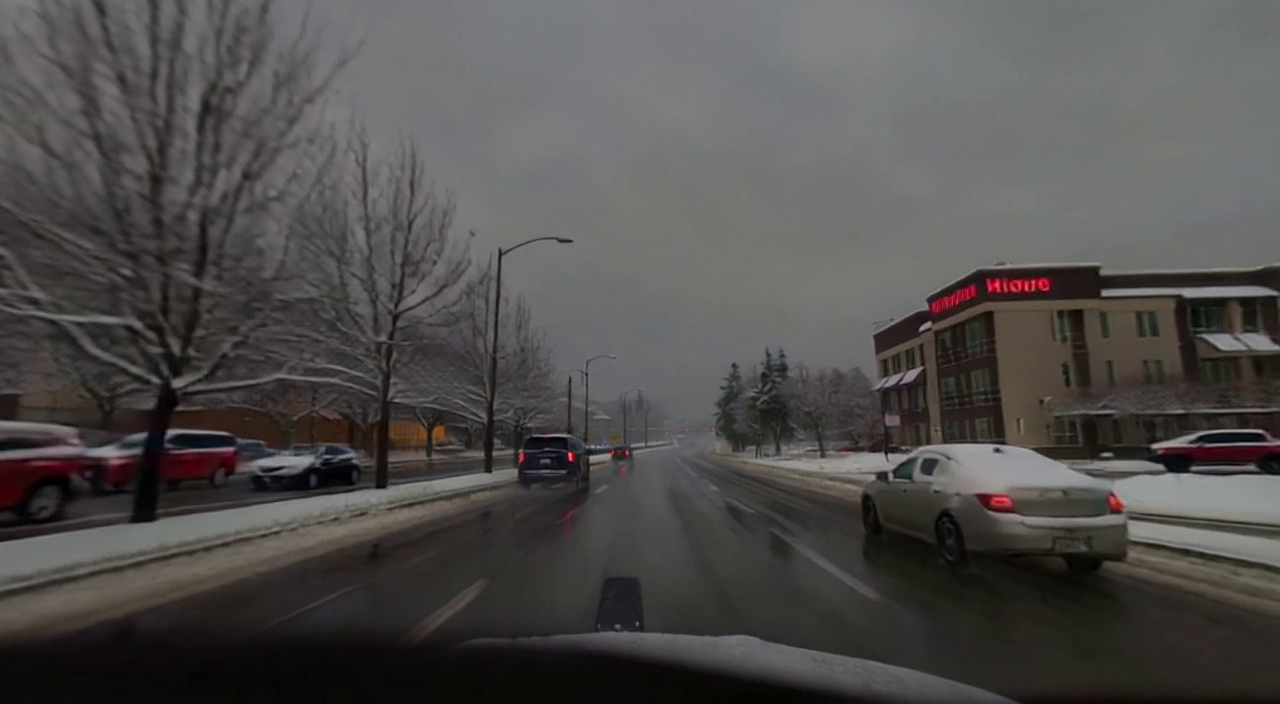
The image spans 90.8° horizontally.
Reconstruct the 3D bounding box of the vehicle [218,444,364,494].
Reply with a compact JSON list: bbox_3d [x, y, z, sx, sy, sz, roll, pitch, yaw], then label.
[{"bbox_3d":[-11.405,3.836,21.145,1.960,1.451,4.870,-1,-9,2],"label":"vehicle"}]

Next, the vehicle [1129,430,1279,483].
[{"bbox_3d":[24.344,4.286,26.086,2.429,1.938,6.118,2,-9,-17],"label":"vehicle"}]

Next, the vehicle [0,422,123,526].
[{"bbox_3d":[-11.730,2.049,10.590,2.016,1.710,4.734,0,-9,1],"label":"vehicle"}]

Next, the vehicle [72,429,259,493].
[{"bbox_3d":[-14.993,3.468,20.453,2.097,1.813,4.998,0,-9,1],"label":"vehicle"}]

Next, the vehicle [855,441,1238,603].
[{"bbox_3d":[4.495,1.900,8.059,1.960,1.471,4.378,0,-9,0],"label":"vehicle"}]

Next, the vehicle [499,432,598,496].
[{"bbox_3d":[-2.835,3.627,20.888,2.305,1.833,4.912,-1,-9,3],"label":"vehicle"}]
